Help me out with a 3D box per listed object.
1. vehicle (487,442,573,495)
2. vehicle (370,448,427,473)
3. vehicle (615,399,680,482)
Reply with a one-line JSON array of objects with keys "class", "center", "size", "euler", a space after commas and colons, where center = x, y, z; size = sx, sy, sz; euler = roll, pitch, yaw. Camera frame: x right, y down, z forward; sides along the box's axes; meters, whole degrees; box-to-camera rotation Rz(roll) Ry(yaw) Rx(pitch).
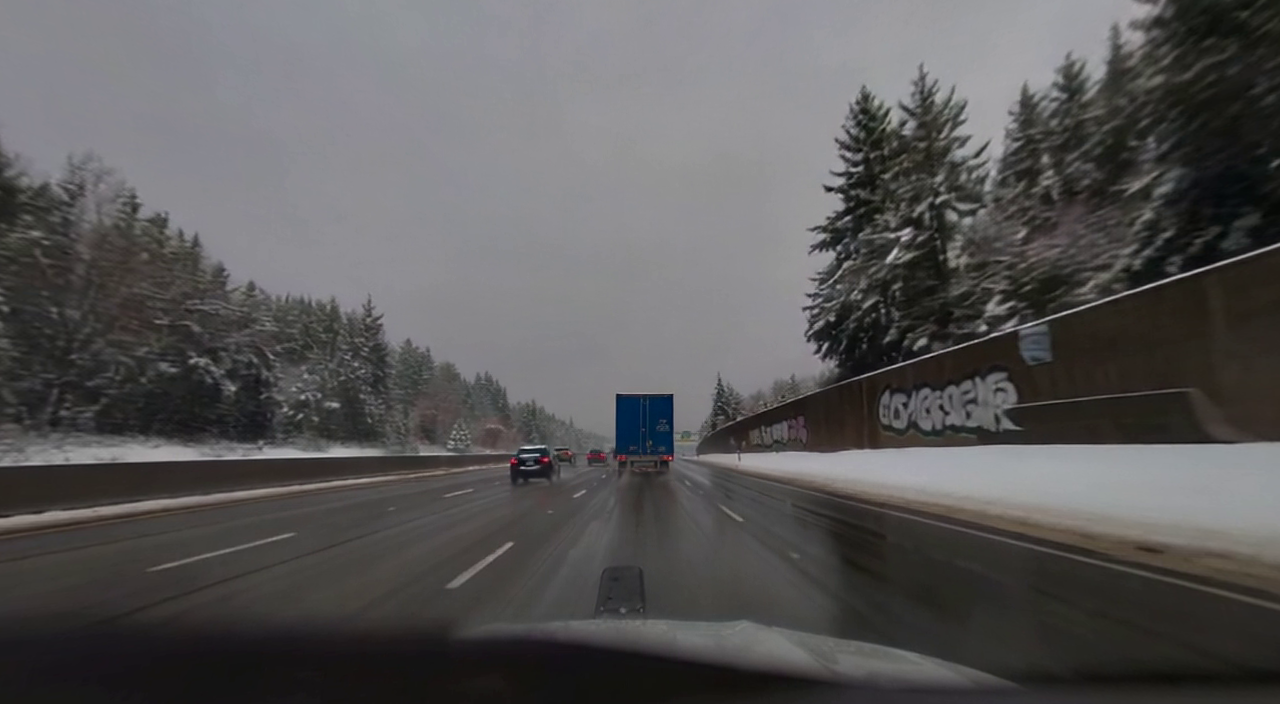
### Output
[{"class": "vehicle", "center": [-3.464, 3.760, 20.634], "size": [2.020, 1.505, 4.171], "euler": [0, -9, 1]}, {"class": "vehicle", "center": [-14.577, 6.572, 38.258], "size": [1.785, 1.439, 4.008], "euler": [0, -9, 0]}, {"class": "vehicle", "center": [0.219, 4.703, 33.107], "size": [2.915, 3.661, 9.741], "euler": [0, -9, -1]}]
